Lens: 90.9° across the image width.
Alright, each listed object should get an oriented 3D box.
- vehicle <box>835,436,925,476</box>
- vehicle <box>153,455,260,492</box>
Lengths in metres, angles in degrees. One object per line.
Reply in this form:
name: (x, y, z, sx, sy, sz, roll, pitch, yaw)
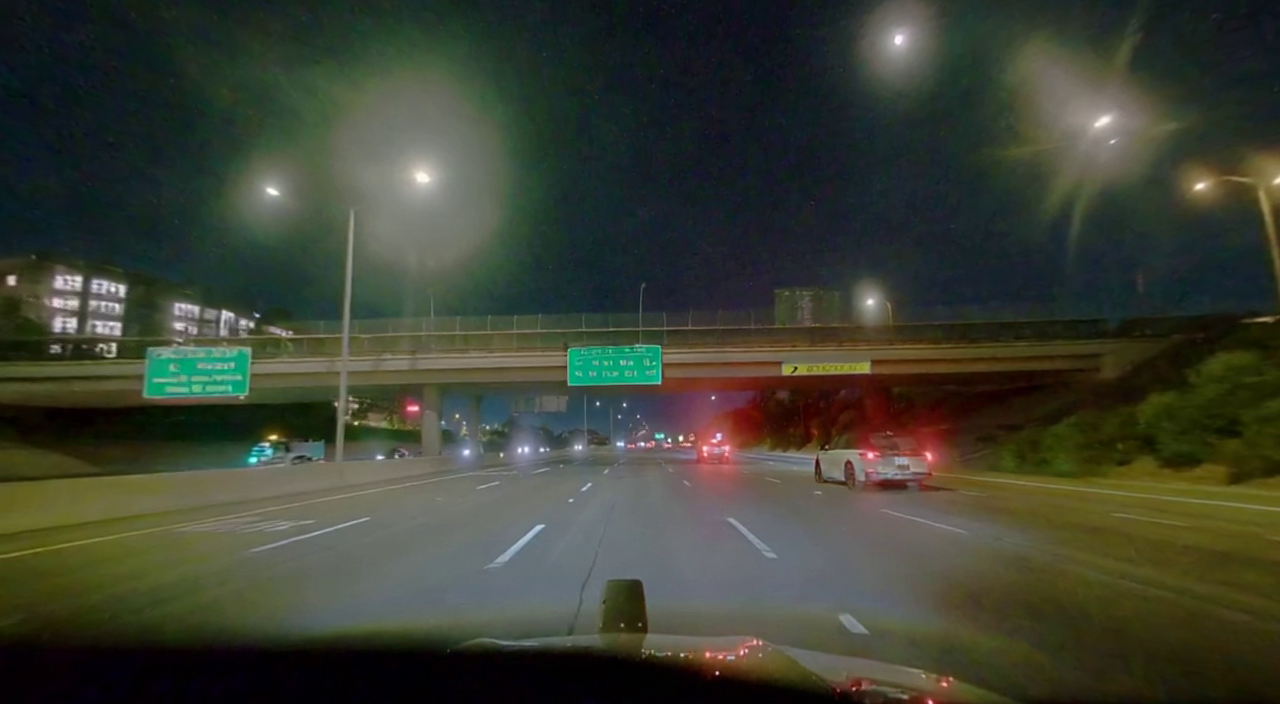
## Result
vehicle: (10.085, 4.407, 26.943, 2.000, 1.514, 4.585, 0, -8, -1)
vehicle: (-20.149, 5.638, 29.606, 1.859, 1.483, 4.391, -1, -8, 1)
